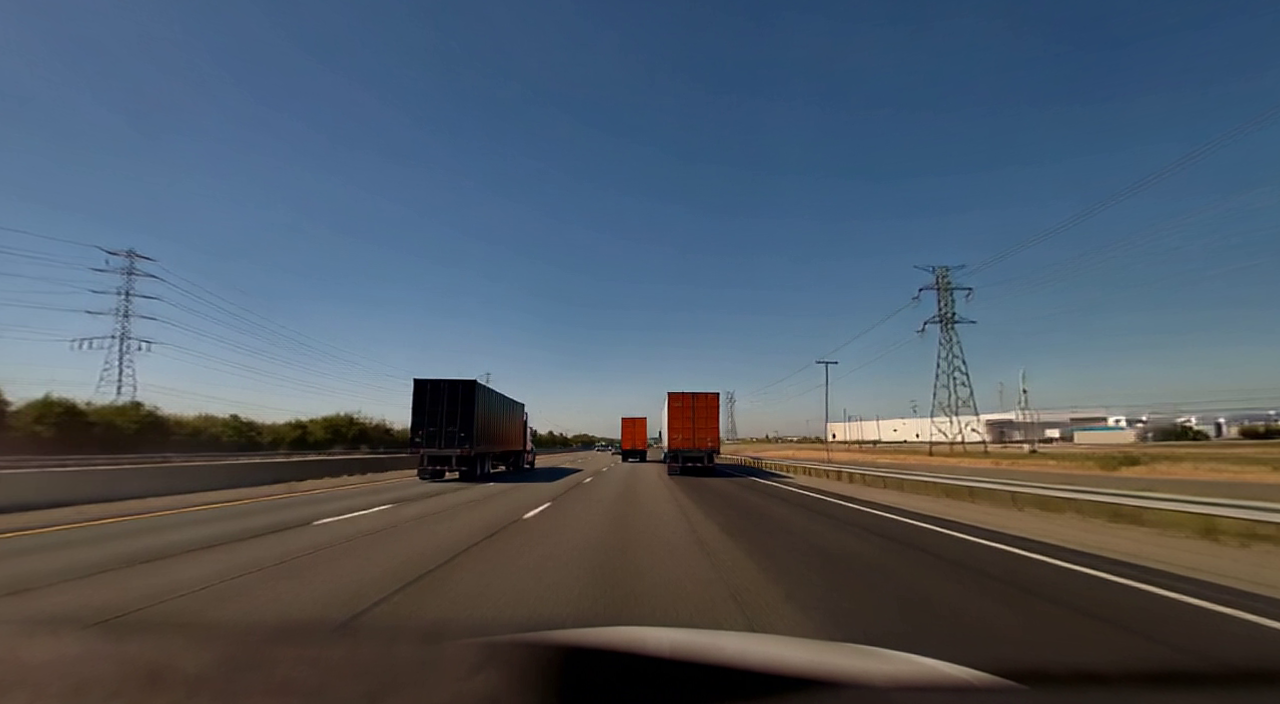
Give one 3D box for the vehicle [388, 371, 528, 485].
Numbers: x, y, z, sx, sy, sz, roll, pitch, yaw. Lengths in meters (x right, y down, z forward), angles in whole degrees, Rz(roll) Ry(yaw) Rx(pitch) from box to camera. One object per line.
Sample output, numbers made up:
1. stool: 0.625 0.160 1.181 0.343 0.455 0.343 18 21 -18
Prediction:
1. vehicle: -7.352 3.479 27.771 2.937 3.981 11.119 0 -9 0
